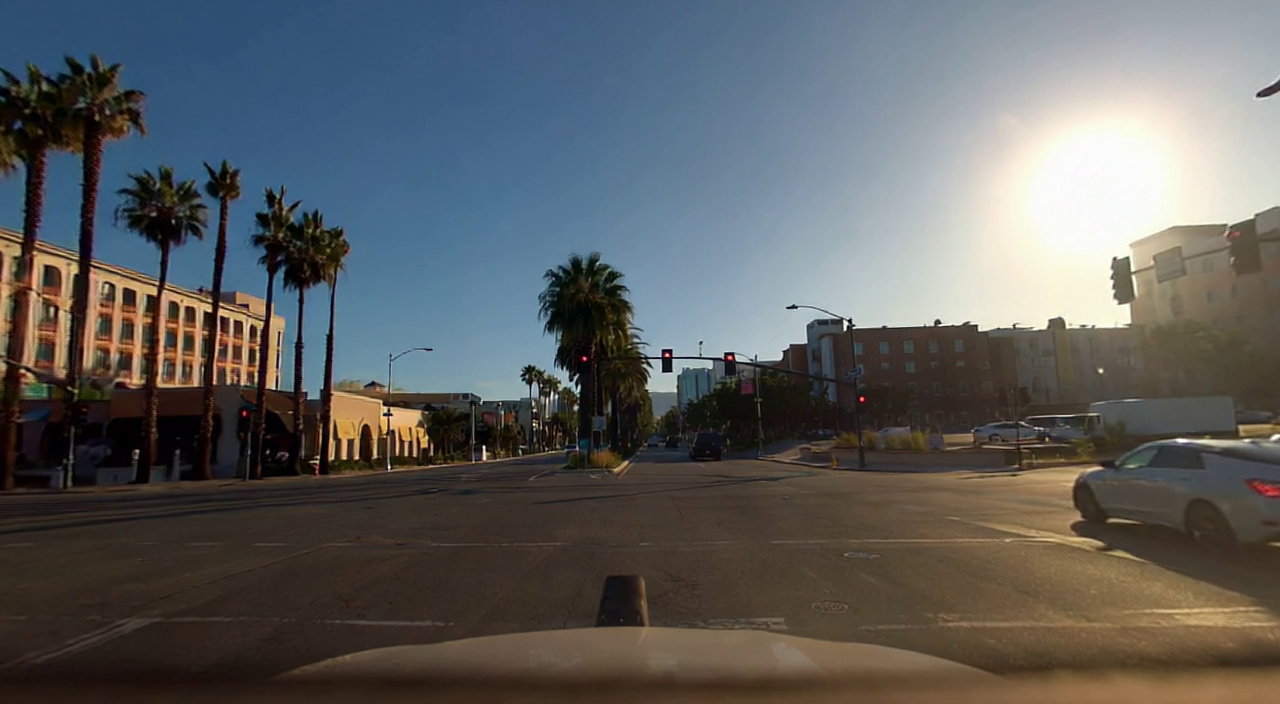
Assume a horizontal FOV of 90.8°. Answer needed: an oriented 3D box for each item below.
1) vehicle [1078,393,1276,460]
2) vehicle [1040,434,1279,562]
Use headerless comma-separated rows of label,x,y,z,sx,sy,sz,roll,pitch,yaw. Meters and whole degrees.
vehicle,32.627,4.721,39.336,2.863,3.609,10.252,0,-8,-3
vehicle,8.365,1.966,9.075,2.003,1.475,4.520,1,-9,-5
